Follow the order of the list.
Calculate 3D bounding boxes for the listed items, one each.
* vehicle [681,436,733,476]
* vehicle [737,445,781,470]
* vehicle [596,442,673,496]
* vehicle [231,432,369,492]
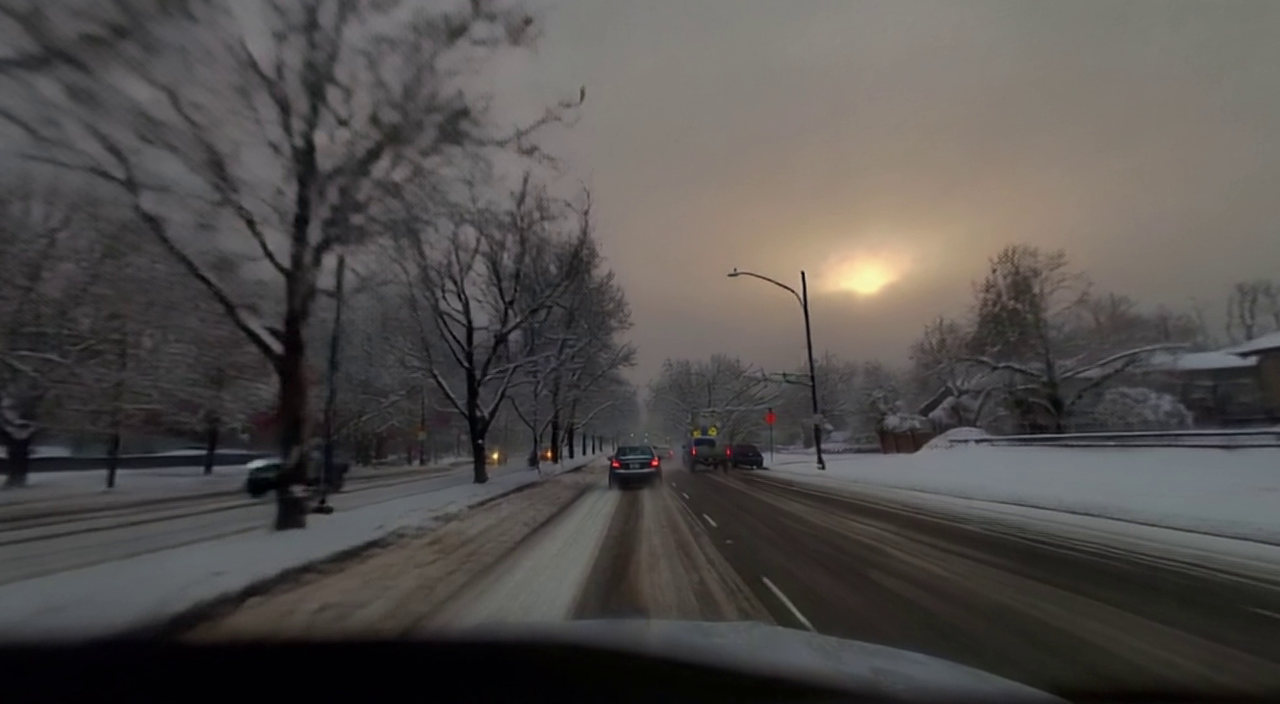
[{"bbox_3d":[3.247,5.125,31.377,2.073,1.822,4.276,0,-8,0],"label":"vehicle"},{"bbox_3d":[7.749,6.906,41.431,1.980,1.497,4.345,0,-8,0],"label":"vehicle"},{"bbox_3d":[-0.139,3.534,19.556,2.140,1.474,4.026,0,-8,0],"label":"vehicle"},{"bbox_3d":[-11.751,3.814,22.216,2.370,1.892,4.343,0,-8,1],"label":"vehicle"}]
